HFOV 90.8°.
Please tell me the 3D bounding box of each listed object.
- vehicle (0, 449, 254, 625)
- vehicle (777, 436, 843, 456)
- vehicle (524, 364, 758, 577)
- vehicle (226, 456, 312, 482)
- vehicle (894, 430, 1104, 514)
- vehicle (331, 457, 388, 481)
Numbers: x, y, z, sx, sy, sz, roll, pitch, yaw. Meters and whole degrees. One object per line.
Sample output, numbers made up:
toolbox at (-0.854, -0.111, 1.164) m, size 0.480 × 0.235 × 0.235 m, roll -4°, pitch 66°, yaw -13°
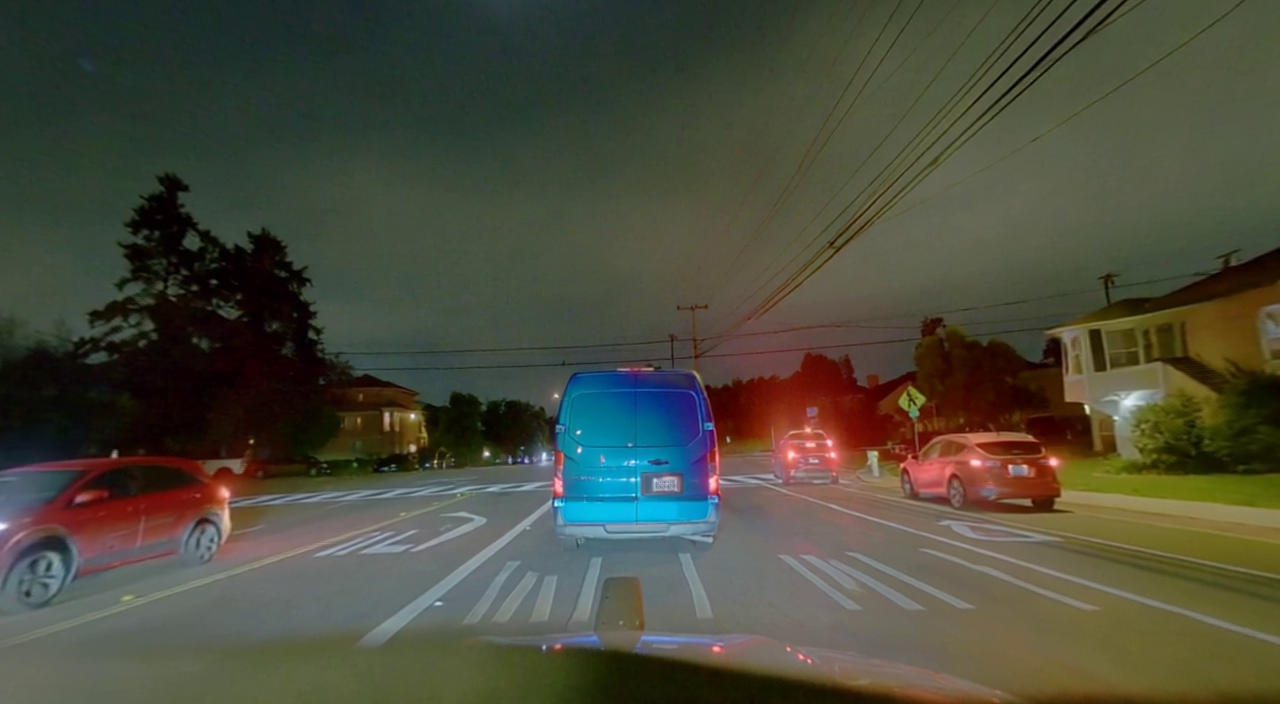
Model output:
vehicle at (-7.445, 2.162, 8.317) m, size 1.997 × 1.724 × 4.417 m, roll 0°, pitch -9°, yaw -2°
vehicle at (13.049, 7.260, 48.624) m, size 4.483 × 1.463 × 1.805 m, roll 0°, pitch -9°, yaw -1°
vehicle at (-0.027, 1.545, 8.868) m, size 2.342 × 2.142 × 4.809 m, roll 0°, pitch -9°, yaw -1°
vehicle at (-27.245, 8.585, 46.463) m, size 4.972 × 1.776 × 2.057 m, roll 0°, pitch -9°, yaw -1°
vehicle at (7.354, 2.483, 13.561) m, size 1.883 × 1.504 × 4.220 m, roll 0°, pitch -9°, yaw -2°
vehicle at (-18.327, 7.652, 41.539) m, size 1.816 × 1.445 × 4.120 m, roll 0°, pitch -9°, yaw 0°
